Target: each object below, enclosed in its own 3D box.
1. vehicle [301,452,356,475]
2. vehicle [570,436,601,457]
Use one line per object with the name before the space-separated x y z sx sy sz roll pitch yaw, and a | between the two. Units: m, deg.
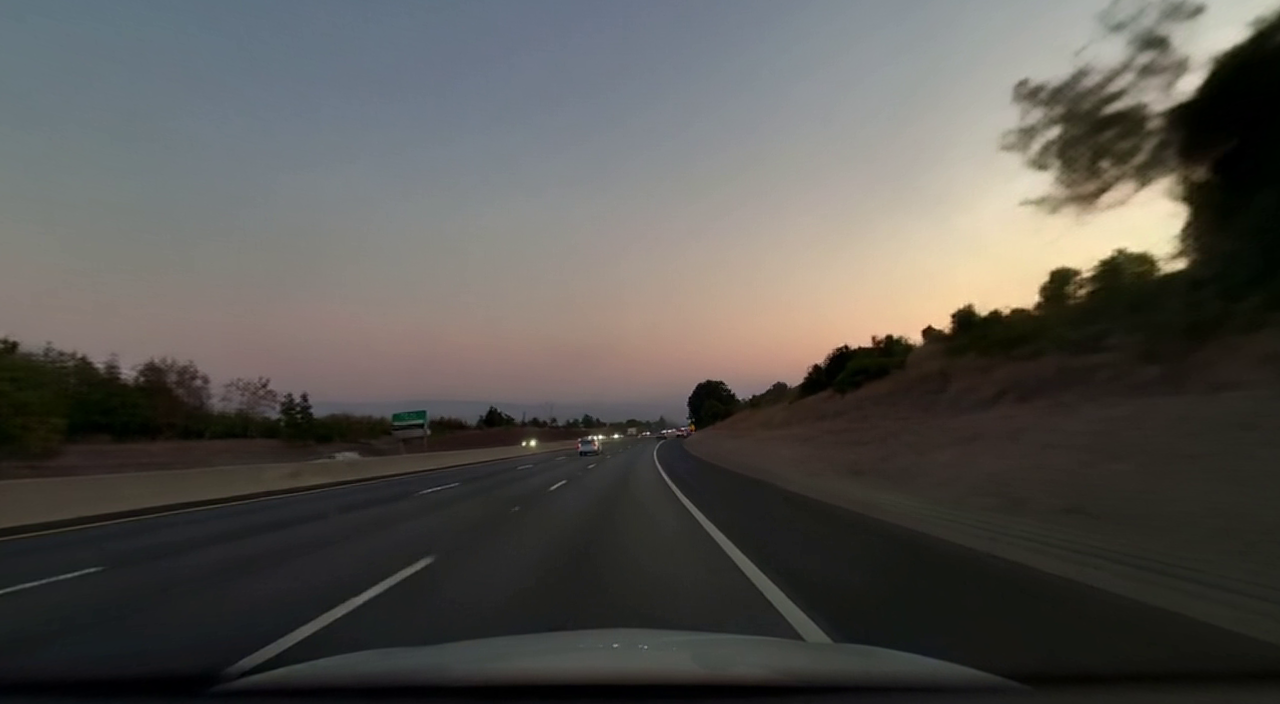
vehicle | -21.324 7.618 43.048 1.787 1.481 3.887 0 -9 0
vehicle | -4.213 7.453 49.232 1.998 1.584 4.005 0 -9 1
